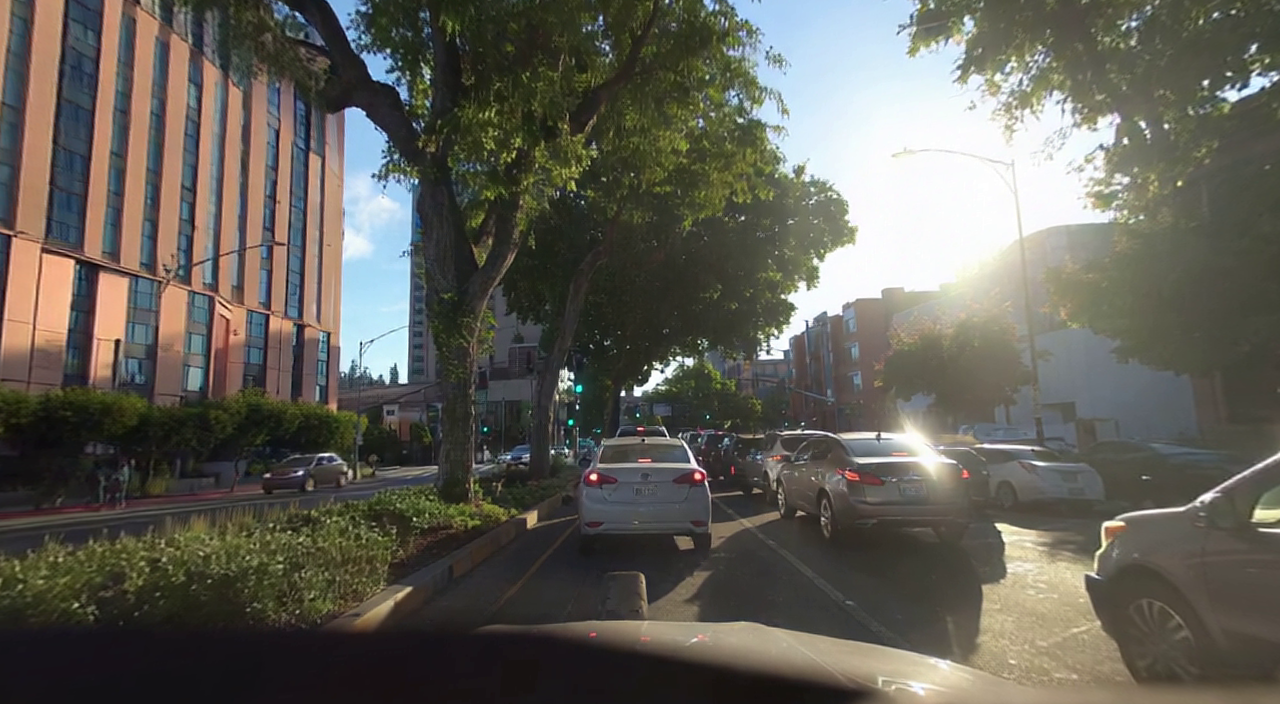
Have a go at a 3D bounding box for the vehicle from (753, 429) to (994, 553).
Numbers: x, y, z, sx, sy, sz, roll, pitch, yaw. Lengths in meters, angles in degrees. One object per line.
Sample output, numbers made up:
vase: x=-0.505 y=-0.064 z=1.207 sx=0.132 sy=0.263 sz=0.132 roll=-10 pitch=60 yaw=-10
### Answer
vehicle: x=3.246 y=2.021 z=9.968 sx=1.995 sy=1.483 sz=4.533 roll=0 pitch=-8 yaw=-1

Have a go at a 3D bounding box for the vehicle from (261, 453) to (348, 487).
vehicle: x=-16.238 y=5.726 z=30.879 sx=1.848 sy=1.447 sz=4.501 roll=0 pitch=-8 yaw=-1

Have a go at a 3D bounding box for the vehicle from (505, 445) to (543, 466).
vehicle: x=-9.094 y=8.141 z=49.930 sx=2.000 sy=1.519 sz=4.964 roll=0 pitch=-8 yaw=1

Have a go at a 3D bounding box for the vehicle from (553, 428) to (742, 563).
vehicle: x=0.051 y=1.910 z=9.172 sx=2.105 sy=1.474 sz=4.127 roll=0 pitch=-8 yaw=-1

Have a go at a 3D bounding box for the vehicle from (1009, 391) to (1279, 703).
vehicle: x=3.215 y=0.771 z=1.421 sx=1.982 sy=1.491 sz=4.664 roll=0 pitch=-8 yaw=1
